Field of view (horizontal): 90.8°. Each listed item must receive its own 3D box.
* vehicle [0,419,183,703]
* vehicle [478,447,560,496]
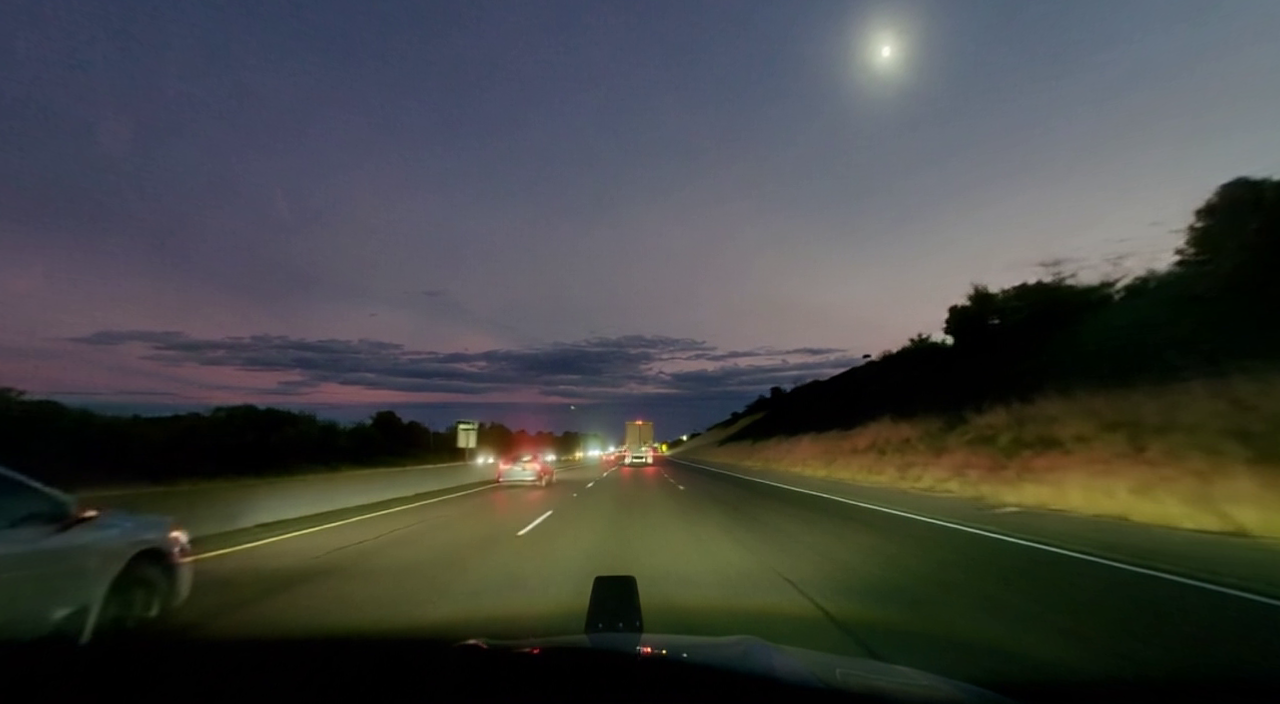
[{"bbox_3d":[-3.916,0.852,1.513,2.053,1.489,4.740,0,-9,1],"label":"vehicle"},{"bbox_3d":[-4.154,4.158,22.365,2.051,1.537,4.111,0,-9,0],"label":"vehicle"}]
